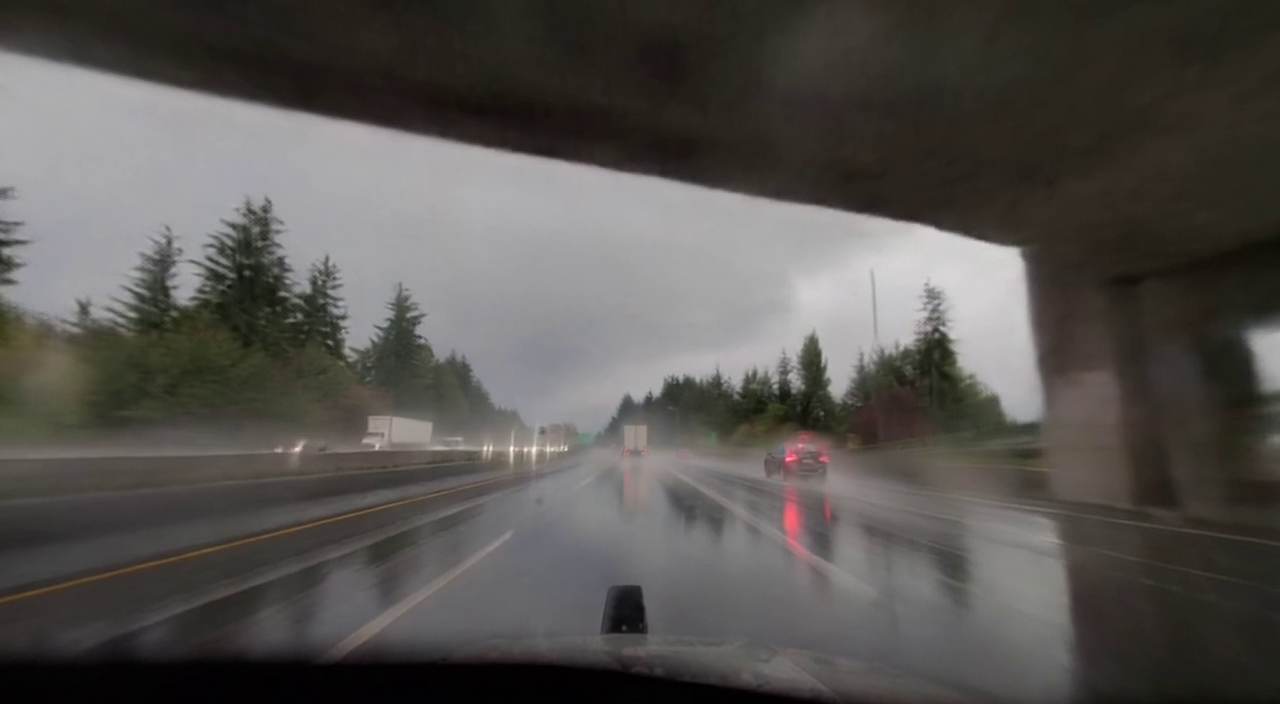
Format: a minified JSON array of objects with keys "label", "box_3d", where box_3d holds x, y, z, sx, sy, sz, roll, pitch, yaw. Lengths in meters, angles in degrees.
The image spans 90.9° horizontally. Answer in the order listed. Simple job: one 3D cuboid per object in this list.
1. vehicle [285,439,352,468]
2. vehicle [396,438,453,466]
[{"label":"vehicle","box_3d":[-15.790,5.002,31.105,1.515,1.370,3.291,0,-9,1]},{"label":"vehicle","box_3d":[-12.059,5.619,35.455,1.757,1.476,3.783,0,-9,1]}]
